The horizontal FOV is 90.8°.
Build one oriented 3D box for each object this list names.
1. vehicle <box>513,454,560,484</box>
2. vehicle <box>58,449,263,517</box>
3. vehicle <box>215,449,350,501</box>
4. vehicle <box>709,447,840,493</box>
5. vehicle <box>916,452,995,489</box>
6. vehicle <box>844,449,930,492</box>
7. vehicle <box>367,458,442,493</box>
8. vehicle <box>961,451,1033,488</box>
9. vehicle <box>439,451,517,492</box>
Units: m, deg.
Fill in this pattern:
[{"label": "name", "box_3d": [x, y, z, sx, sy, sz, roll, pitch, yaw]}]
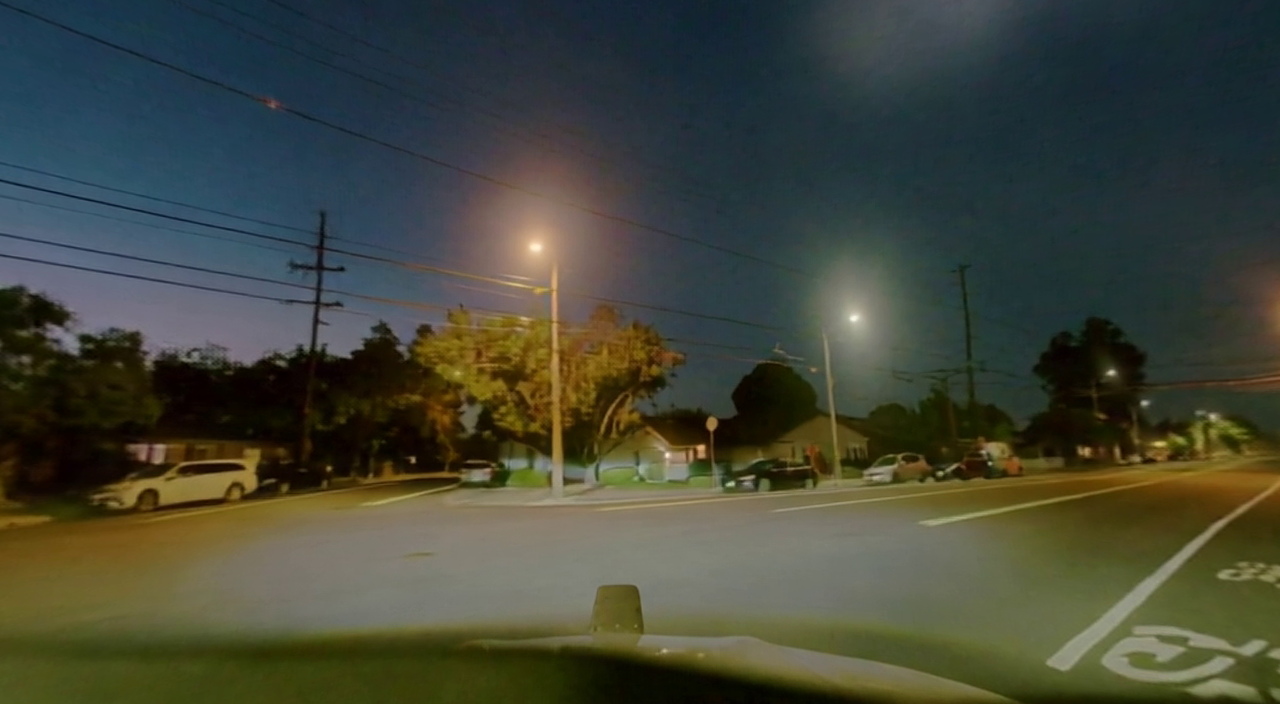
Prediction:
[{"label": "vehicle", "box_3d": [-6.320, 7.186, 39.006, 1.989, 1.683, 3.918, -1, -8, 4]}, {"label": "vehicle", "box_3d": [-15.400, 4.165, 20.896, 2.152, 1.877, 5.701, -1, -8, 2]}, {"label": "vehicle", "box_3d": [-15.067, 5.180, 27.176, 2.283, 1.909, 5.692, -1, -8, 2]}, {"label": "vehicle", "box_3d": [5.187, 4.564, 23.988, 5.197, 1.431, 2.136, 12, -18, -41]}, {"label": "vehicle", "box_3d": [17.781, 6.598, 35.510, 5.499, 1.837, 2.089, 8, -11, -43]}, {"label": "vehicle", "box_3d": [11.720, 5.515, 29.857, 4.414, 1.837, 1.937, 7, -11, -42]}, {"label": "vehicle", "box_3d": [-14.555, 7.635, 39.416, 2.287, 1.830, 5.343, -1, -8, 4]}, {"label": "vehicle", "box_3d": [22.343, 7.231, 39.448, 5.738, 2.060, 2.282, 8, -12, -44]}, {"label": "vehicle", "box_3d": [-7.043, 5.218, 28.022, 1.981, 1.579, 4.446, -1, -8, 4]}]
